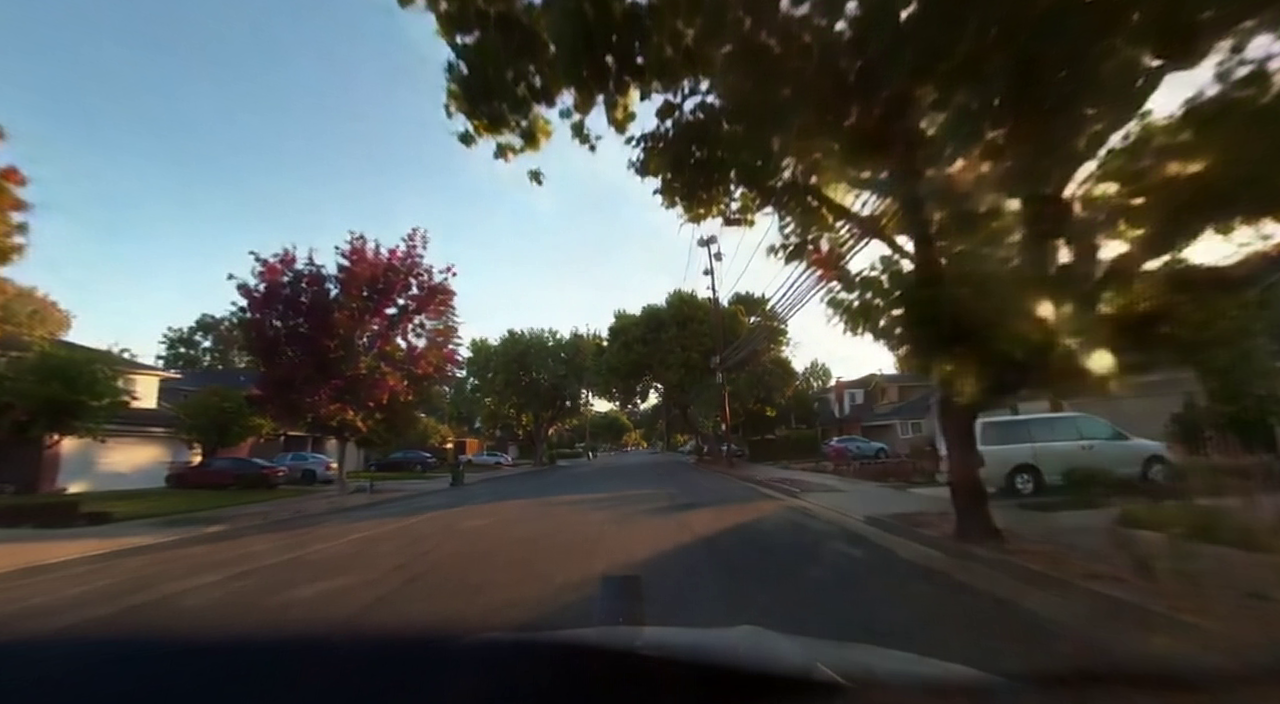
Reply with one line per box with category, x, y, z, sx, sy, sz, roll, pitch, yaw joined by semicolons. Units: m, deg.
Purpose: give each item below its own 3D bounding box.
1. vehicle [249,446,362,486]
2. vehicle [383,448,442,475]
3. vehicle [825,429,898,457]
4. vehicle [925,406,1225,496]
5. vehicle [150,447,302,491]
vehicle;-15.065;5.111;28.535;4.232;1.693;1.949;-2;-9;16
vehicle;-14.737;7.081;41.242;1.978;1.586;5.192;0;-9;0
vehicle;15.246;6.333;43.701;4.373;1.759;2.093;0;-9;7
vehicle;9.683;2.252;14.454;5.273;1.868;2.070;0;-9;0
vehicle;-16.245;4.599;24.993;4.482;1.648;2.169;0;-9;1
